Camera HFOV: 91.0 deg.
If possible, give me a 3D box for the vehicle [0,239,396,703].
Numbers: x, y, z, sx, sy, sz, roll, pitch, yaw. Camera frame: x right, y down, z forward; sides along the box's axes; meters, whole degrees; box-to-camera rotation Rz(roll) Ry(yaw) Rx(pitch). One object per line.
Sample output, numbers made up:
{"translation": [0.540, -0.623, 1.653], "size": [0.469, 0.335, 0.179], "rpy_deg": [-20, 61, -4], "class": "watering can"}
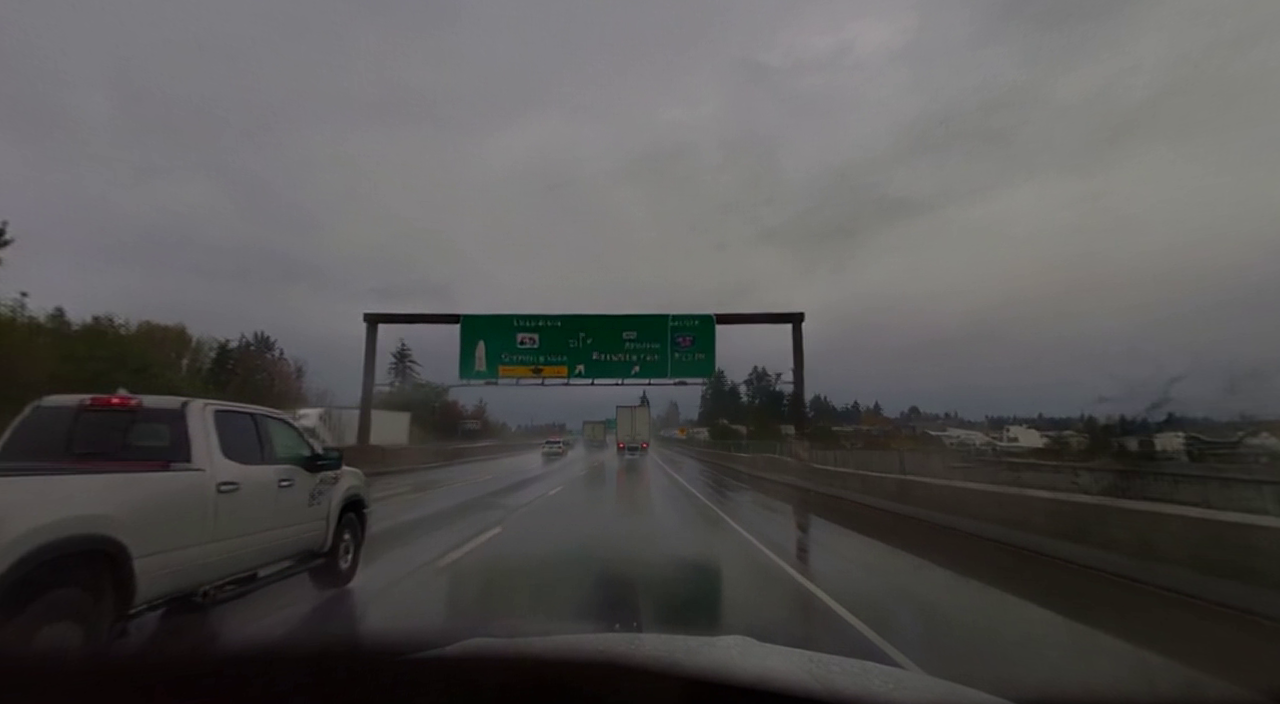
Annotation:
{"translation": [-3.493, 0.815, 3.725], "size": [2.223, 2.045, 4.798], "rpy_deg": [0, -8, -1], "class": "vehicle"}
